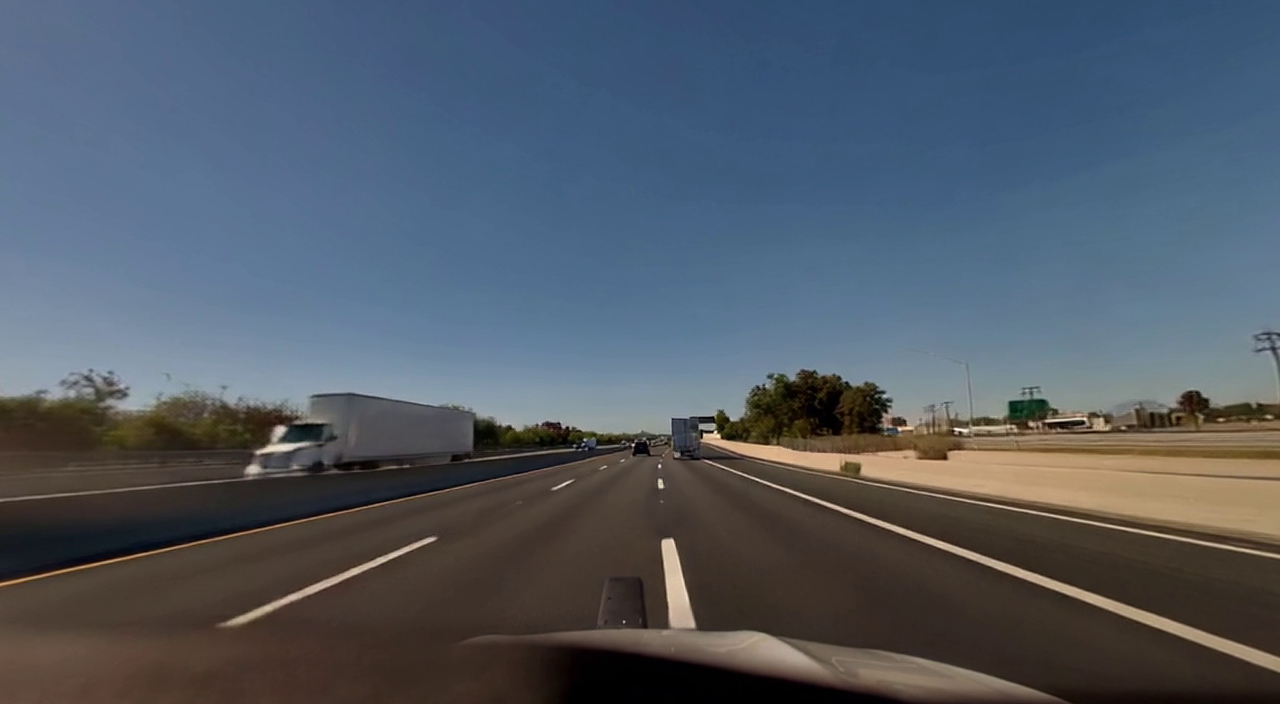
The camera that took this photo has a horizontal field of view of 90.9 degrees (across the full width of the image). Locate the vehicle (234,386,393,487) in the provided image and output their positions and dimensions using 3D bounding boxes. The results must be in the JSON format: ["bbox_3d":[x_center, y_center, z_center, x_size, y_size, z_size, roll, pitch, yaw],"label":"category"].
[{"bbox_3d":[-14.795,3.980,29.533,3.082,4.101,7.563,0,-8,2],"label":"vehicle"}]
